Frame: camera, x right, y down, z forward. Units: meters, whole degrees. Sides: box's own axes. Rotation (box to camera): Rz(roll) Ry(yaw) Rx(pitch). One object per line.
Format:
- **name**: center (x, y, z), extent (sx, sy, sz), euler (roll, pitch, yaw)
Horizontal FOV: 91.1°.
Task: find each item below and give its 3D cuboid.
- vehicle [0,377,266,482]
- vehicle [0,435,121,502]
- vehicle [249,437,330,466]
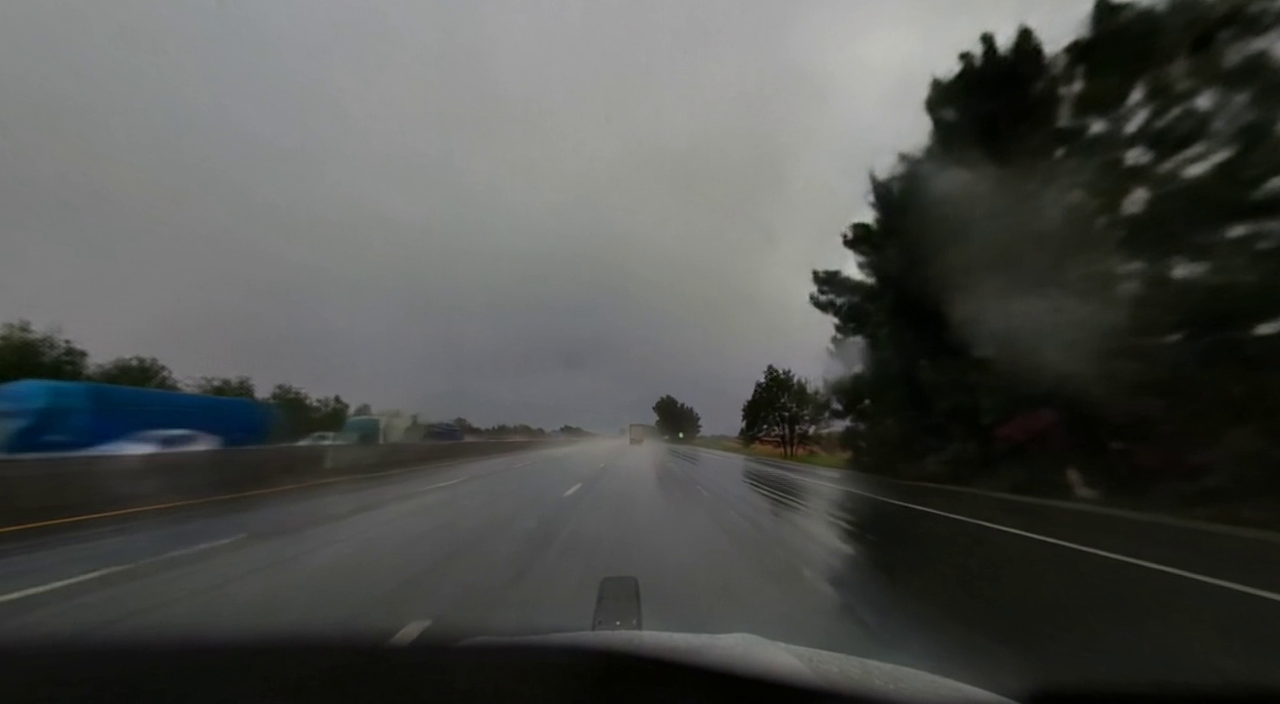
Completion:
- **vehicle**: center (-23.329, 3.722, 29.633), extent (3.250, 3.781, 13.806), euler (0, -8, -1)
- **vehicle**: center (-15.444, 2.781, 15.315), extent (1.920, 1.499, 4.335), euler (0, -8, -1)
- **vehicle**: center (-19.525, 5.520, 35.257), extent (2.010, 1.531, 4.504), euler (0, -8, -1)
